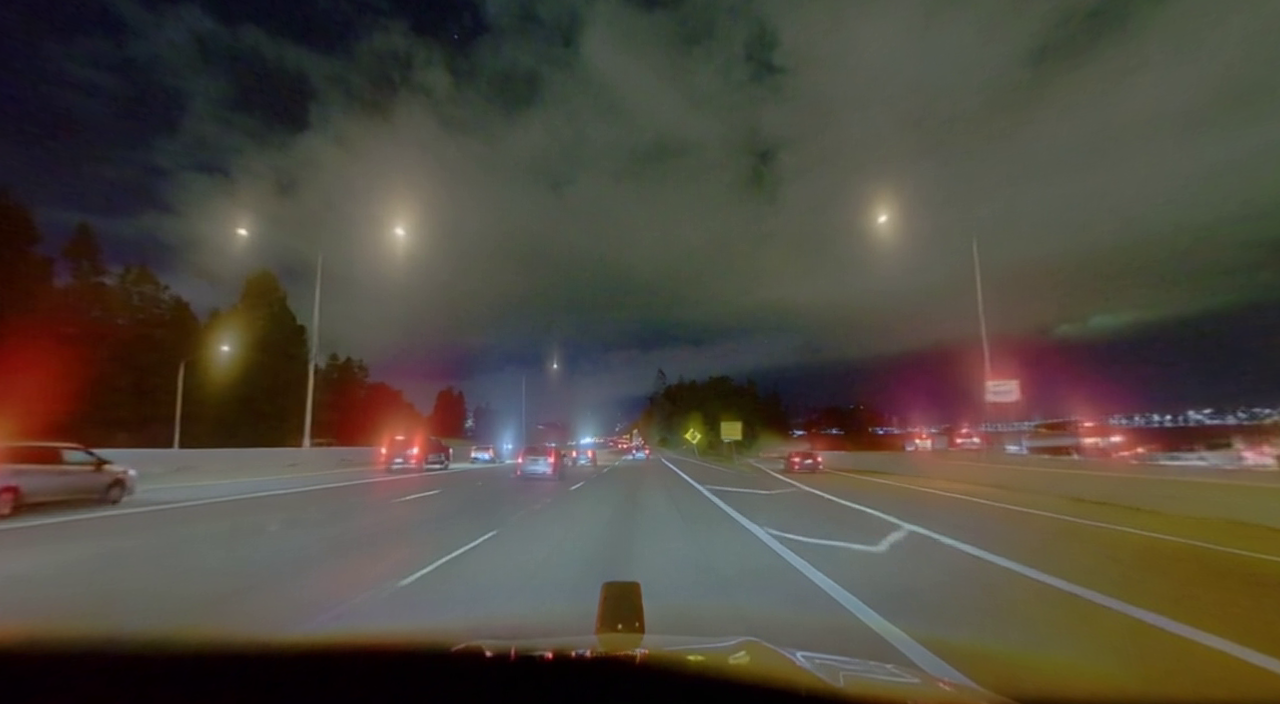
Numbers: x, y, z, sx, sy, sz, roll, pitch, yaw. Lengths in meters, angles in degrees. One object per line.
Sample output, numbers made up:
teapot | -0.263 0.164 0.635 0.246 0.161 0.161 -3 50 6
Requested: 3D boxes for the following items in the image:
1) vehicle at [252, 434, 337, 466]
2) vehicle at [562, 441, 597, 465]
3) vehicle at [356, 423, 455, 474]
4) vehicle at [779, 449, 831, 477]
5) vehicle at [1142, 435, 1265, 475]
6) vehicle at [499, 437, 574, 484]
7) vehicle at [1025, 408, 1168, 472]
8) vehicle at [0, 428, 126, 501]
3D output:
vehicle | -20.553 5.868 37.782 2.114 1.715 5.227 0 -9 0
vehicle | -4.652 7.865 49.097 2.107 1.787 4.685 0 -9 3
vehicle | -11.095 4.640 30.354 2.442 2.191 5.760 0 -9 1
vehicle | 9.636 6.506 37.195 2.153 1.510 4.646 0 -9 4
vehicle | 26.031 4.775 29.340 1.914 1.667 4.648 -1 -9 9
vehicle | -4.055 4.318 25.436 2.132 1.708 4.571 0 -9 2
vehicle | 28.023 5.469 39.467 3.151 3.473 9.484 0 -8 9
vehicle | -14.646 2.494 14.154 2.050 1.537 4.768 0 -9 1
